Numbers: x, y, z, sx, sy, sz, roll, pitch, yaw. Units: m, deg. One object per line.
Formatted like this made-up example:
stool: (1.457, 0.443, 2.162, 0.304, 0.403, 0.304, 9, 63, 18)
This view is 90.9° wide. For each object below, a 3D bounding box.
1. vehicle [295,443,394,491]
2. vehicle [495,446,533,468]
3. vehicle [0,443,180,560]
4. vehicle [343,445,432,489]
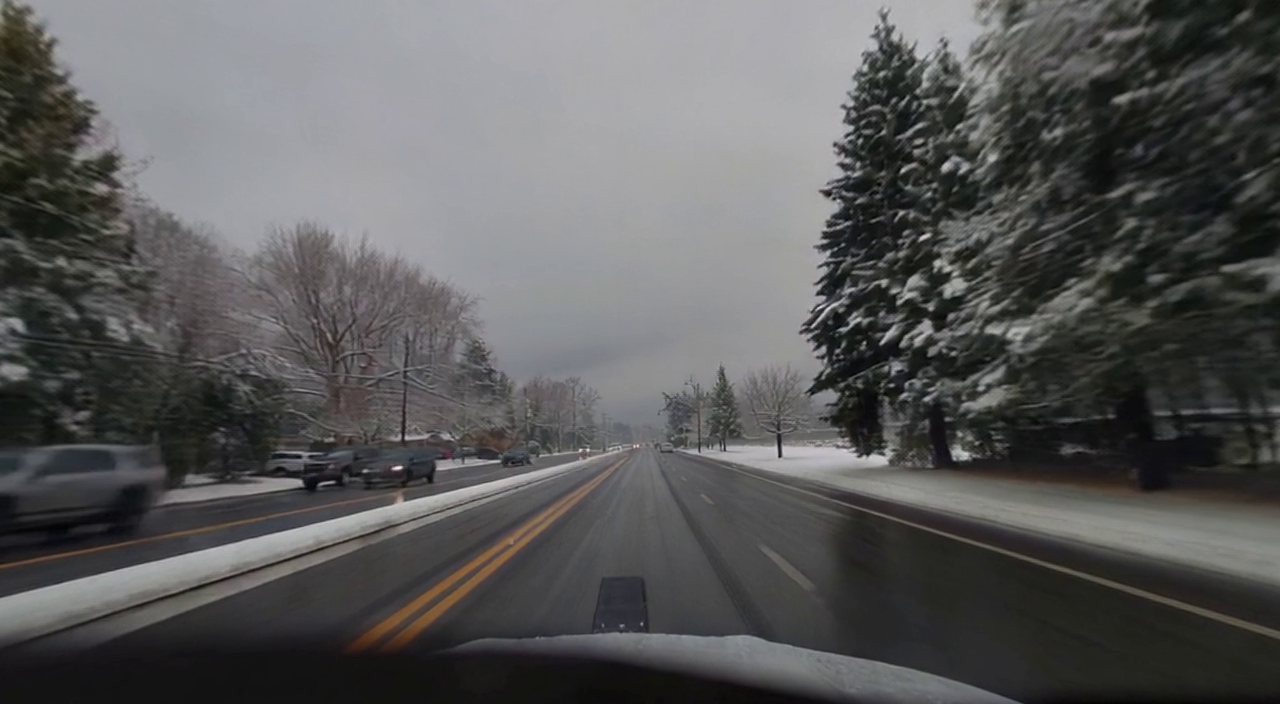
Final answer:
vehicle: (-14.224, 5.489, 30.770, 2.071, 1.899, 5.640, -4, -8, 1)
vehicle: (-9.467, 7.899, 47.616, 1.937, 1.481, 4.467, -1, -8, 1)
vehicle: (-10.265, 2.399, 10.647, 1.962, 1.680, 3.925, -1, -8, 0)
vehicle: (-10.343, 4.727, 26.229, 1.913, 1.641, 4.243, -1, -8, 0)
